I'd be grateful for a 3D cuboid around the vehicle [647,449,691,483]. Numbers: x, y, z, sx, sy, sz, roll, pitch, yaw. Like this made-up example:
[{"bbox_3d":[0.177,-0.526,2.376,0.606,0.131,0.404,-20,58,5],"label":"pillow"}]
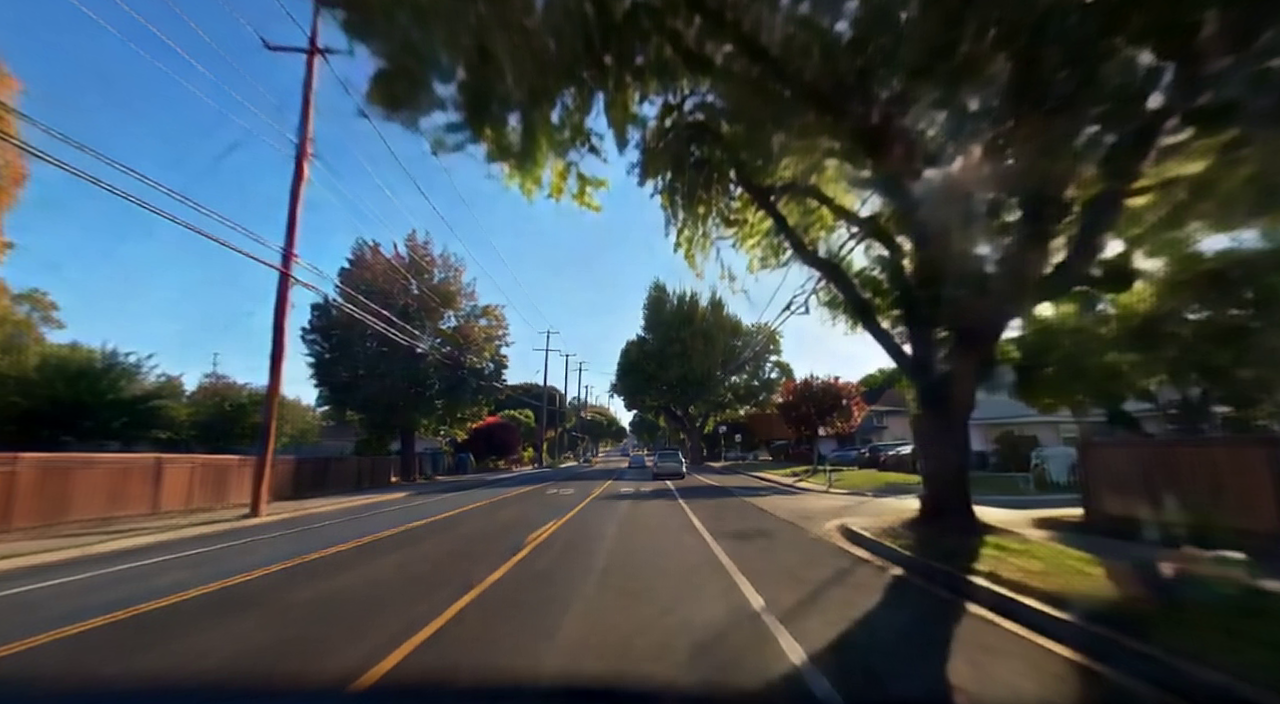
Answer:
[{"bbox_3d":[1.323,5.472,30.539,1.975,1.497,3.647,0,-9,1],"label":"vehicle"}]
